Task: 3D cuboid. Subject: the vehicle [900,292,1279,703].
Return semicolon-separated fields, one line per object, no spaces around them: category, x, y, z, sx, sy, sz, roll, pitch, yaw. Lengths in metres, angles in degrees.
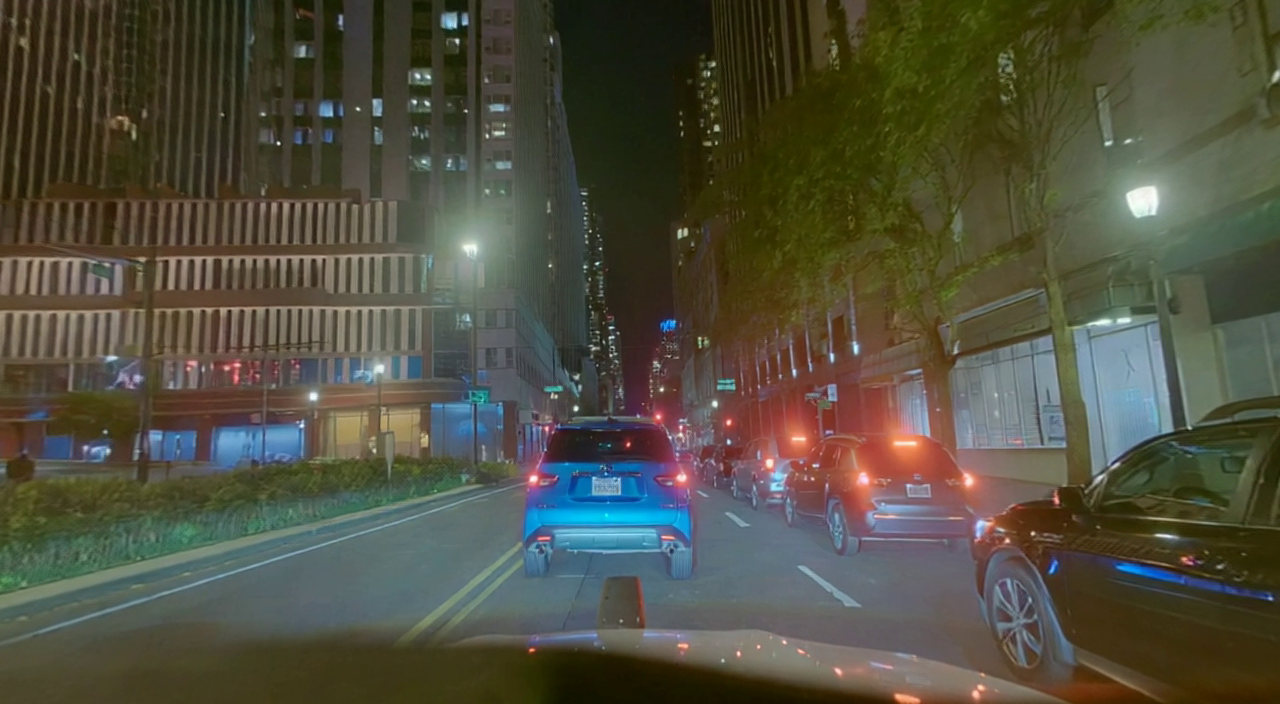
vehicle;2.998;0.747;2.246;2.063;1.760;4.664;0;-9;-1

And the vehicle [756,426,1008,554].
vehicle;3.287;1.973;9.806;1.941;1.482;4.632;0;-9;-2

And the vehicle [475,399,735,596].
vehicle;-0.357;1.568;7.600;2.249;1.684;4.084;0;-9;-2
